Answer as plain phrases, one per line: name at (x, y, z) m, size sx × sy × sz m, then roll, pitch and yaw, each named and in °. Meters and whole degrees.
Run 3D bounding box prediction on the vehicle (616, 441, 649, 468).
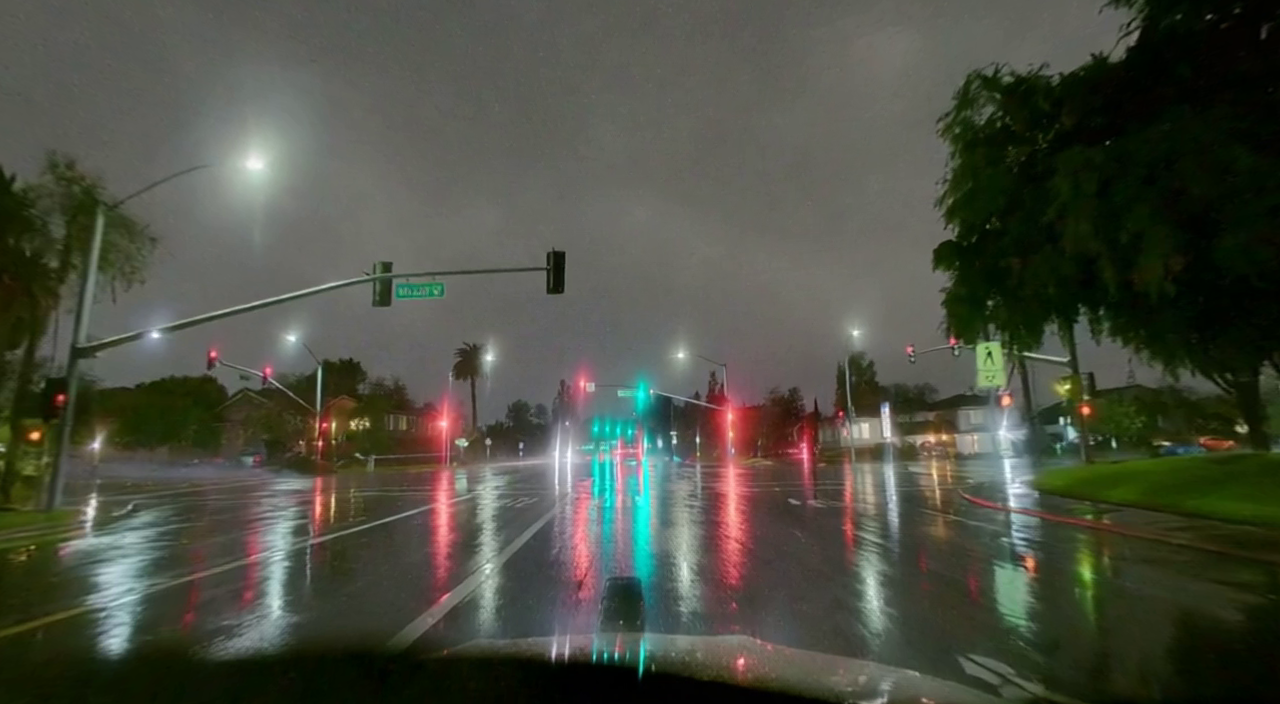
vehicle at (-0.601, 7.325, 45.484) m, size 2.248 × 1.833 × 4.798 m, roll 0°, pitch -8°, yaw -2°
